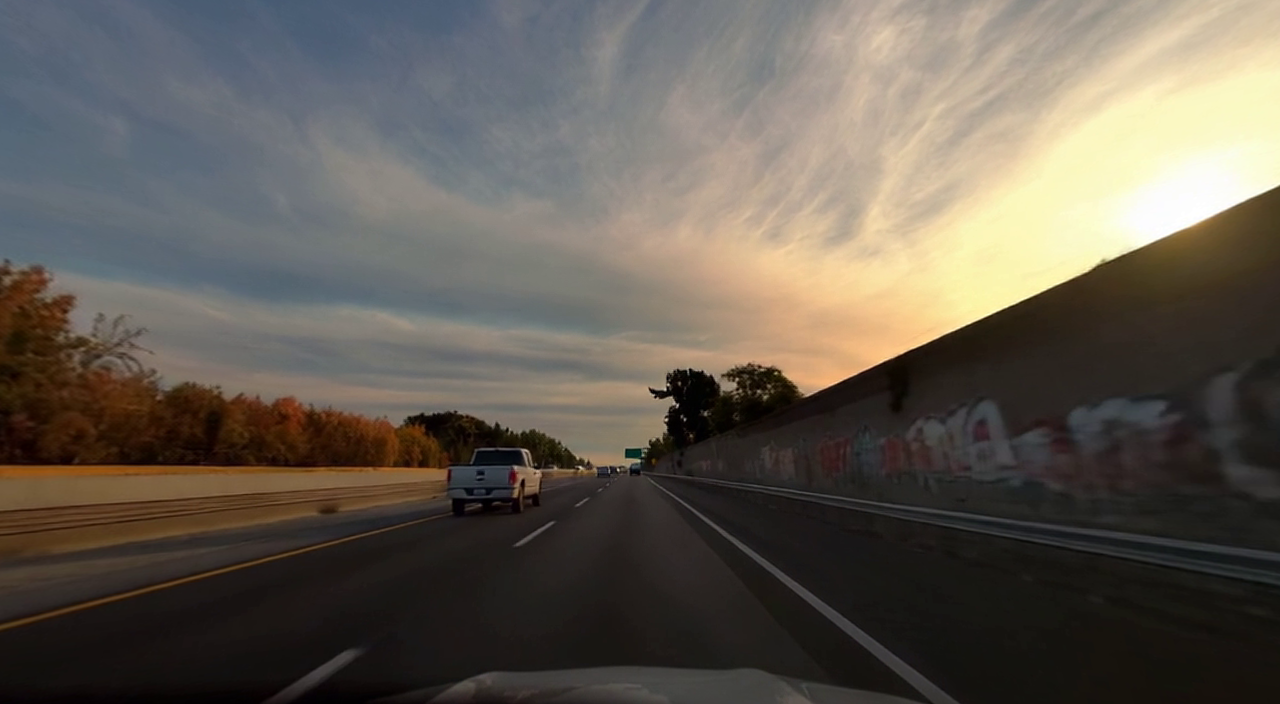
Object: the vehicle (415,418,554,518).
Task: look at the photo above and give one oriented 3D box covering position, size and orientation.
[{"bbox_3d":[-4.304,3.467,18.861,2.597,2.434,6.020,1,-11,0],"label":"vehicle"}]
